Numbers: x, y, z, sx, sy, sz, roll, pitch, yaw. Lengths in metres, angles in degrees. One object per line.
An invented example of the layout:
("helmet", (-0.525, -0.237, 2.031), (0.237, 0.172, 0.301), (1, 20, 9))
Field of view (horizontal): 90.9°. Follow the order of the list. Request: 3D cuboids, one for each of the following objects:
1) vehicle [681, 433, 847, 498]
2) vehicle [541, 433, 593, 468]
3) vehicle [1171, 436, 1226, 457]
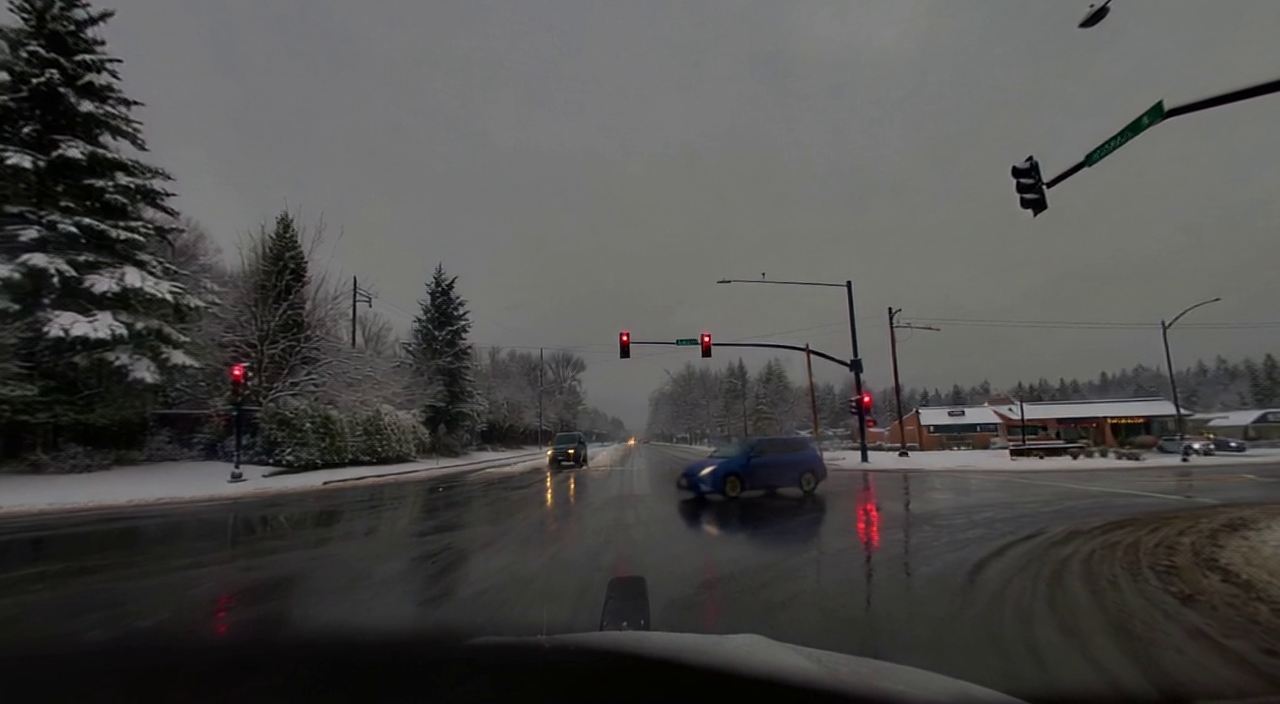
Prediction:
("vehicle", (3.419, 3.011, 17.117), (4.377, 1.523, 1.877), (6, -10, -35))
("vehicle", (-3.663, 5.049, 32.445), (2.140, 1.638, 4.259), (0, -8, 0))
("vehicle", (42.854, 7.241, 48.293), (4.133, 1.561, 1.824), (5, -10, -30))
